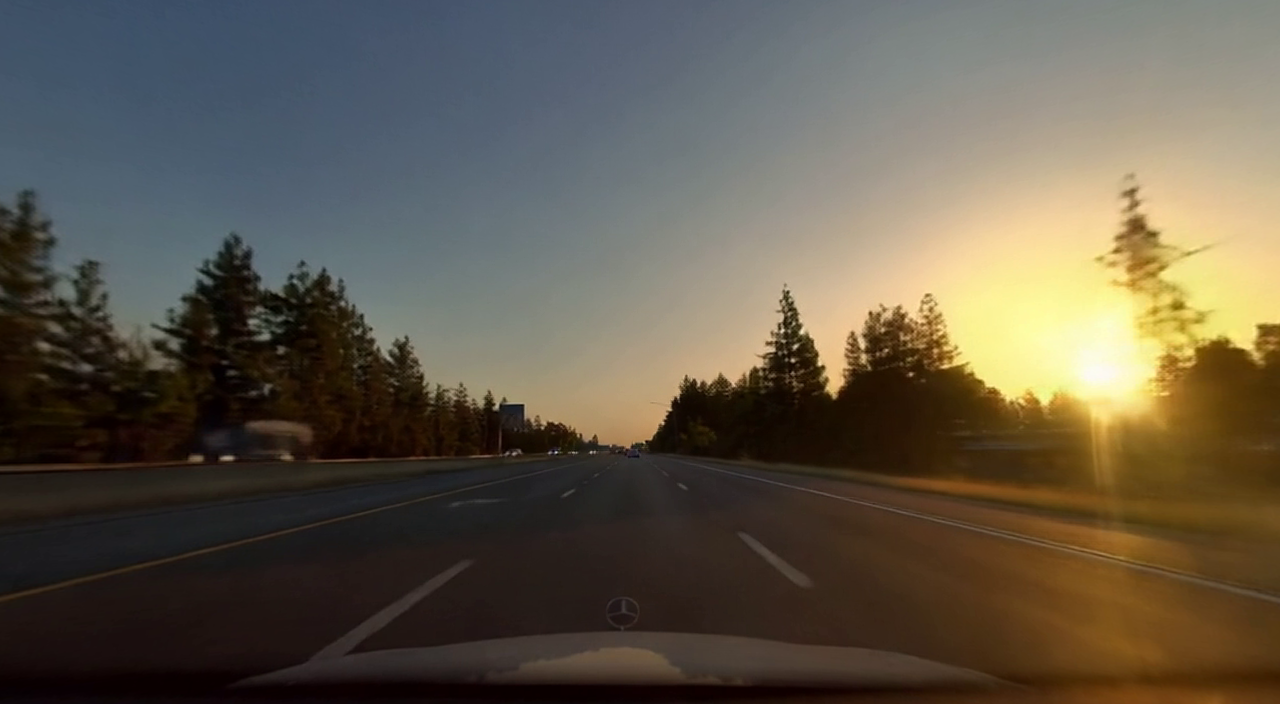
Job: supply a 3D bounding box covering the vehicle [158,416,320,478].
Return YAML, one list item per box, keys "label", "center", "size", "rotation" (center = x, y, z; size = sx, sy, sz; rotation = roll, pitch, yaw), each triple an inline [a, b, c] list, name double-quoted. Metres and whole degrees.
- label: "vehicle"
  center: [-17.326, 4.242, 27.968]
  size: [2.492, 2.371, 7.064]
  rotation: [0, -9, 0]
